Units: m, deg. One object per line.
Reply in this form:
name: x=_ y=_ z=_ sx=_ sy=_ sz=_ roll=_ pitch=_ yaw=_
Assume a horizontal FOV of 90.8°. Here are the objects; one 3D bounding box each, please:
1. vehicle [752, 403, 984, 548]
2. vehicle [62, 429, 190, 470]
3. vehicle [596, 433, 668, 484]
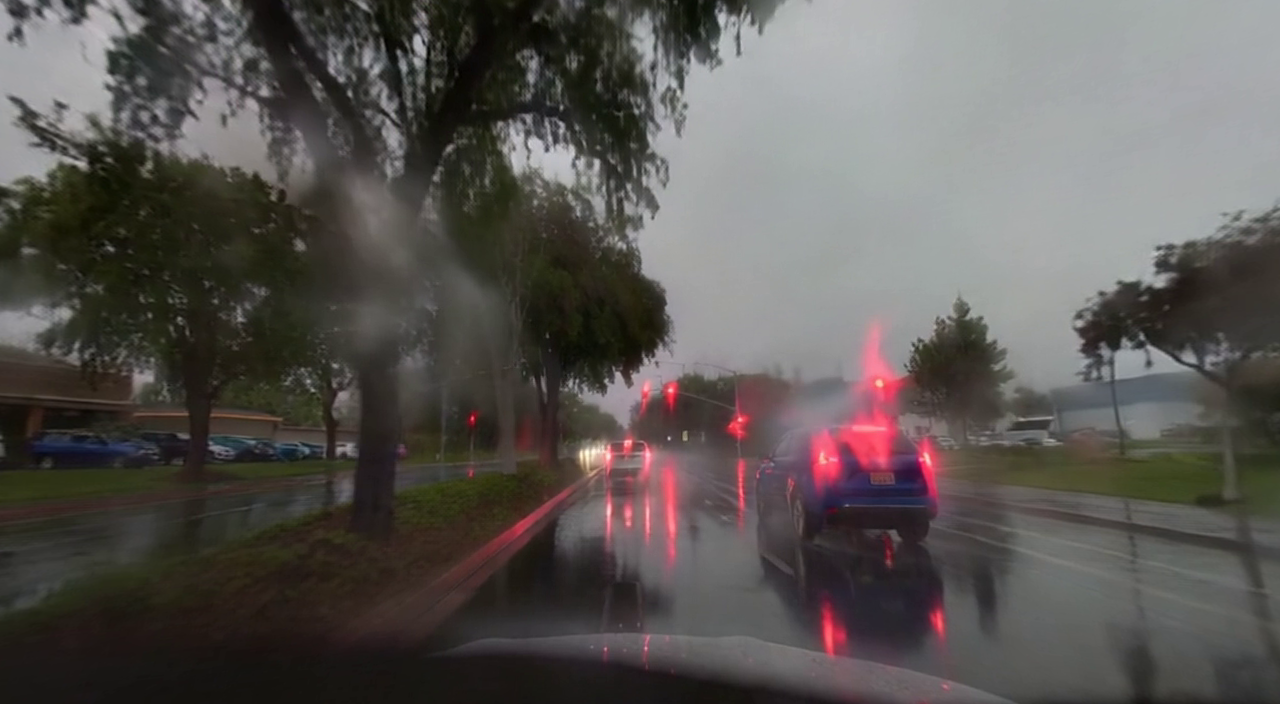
vehicle: x=3.191 y=1.848 z=10.009 sx=2.046 sy=1.768 sz=4.370 roll=0 pitch=-9 yaw=0
vehicle: x=-29.025 y=5.536 z=35.970 sx=5.335 sy=2.076 sz=2.209 roll=4 pitch=-10 yaw=-33
vehicle: x=-0.261 y=3.565 z=21.385 sx=2.177 sy=1.512 sz=4.682 roll=0 pitch=-9 yaw=-1
